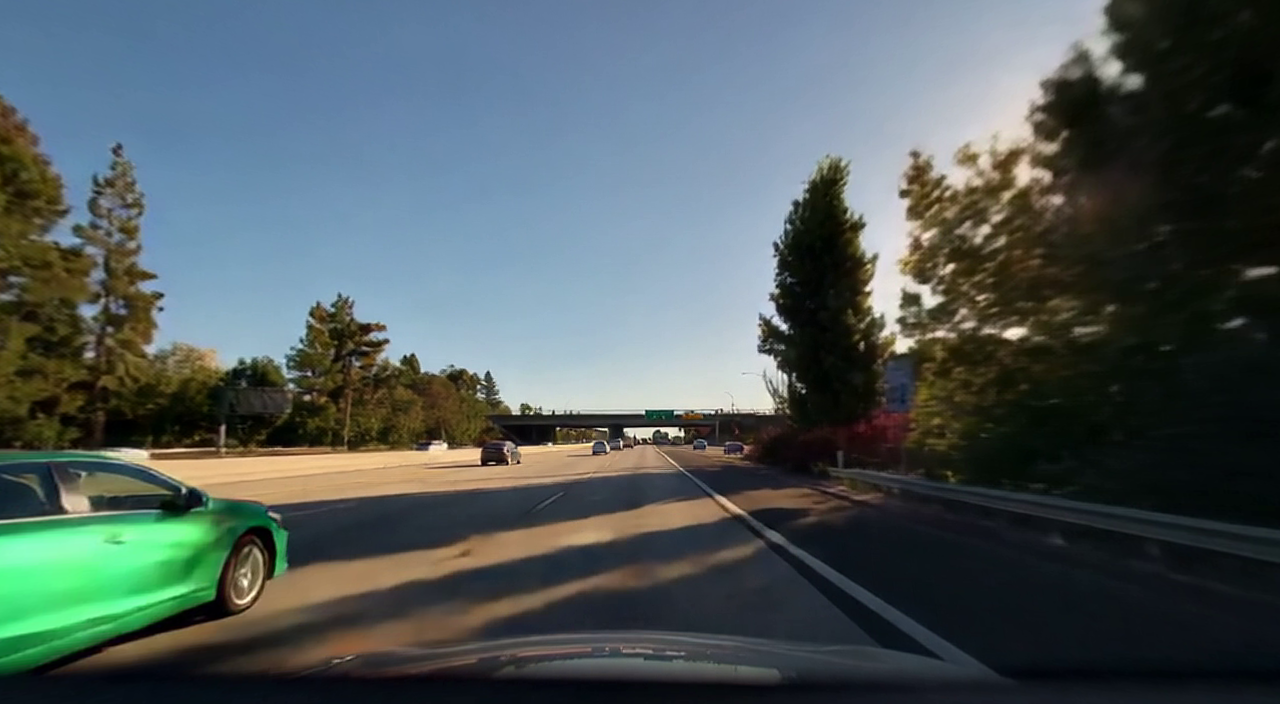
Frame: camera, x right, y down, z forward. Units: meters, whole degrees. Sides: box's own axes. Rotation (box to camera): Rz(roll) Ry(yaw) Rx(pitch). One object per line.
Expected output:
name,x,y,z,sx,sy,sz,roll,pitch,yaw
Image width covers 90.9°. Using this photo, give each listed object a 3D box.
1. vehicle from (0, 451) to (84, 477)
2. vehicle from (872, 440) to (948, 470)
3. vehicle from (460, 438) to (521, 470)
vehicle,-41.564,7.677,43.527,1.878,1.675,4.614,-1,-8,4
vehicle,15.445,5.872,36.333,2.000,1.515,4.188,0,-8,-9
vehicle,-7.405,5.076,31.675,1.987,1.486,4.174,0,-8,1
